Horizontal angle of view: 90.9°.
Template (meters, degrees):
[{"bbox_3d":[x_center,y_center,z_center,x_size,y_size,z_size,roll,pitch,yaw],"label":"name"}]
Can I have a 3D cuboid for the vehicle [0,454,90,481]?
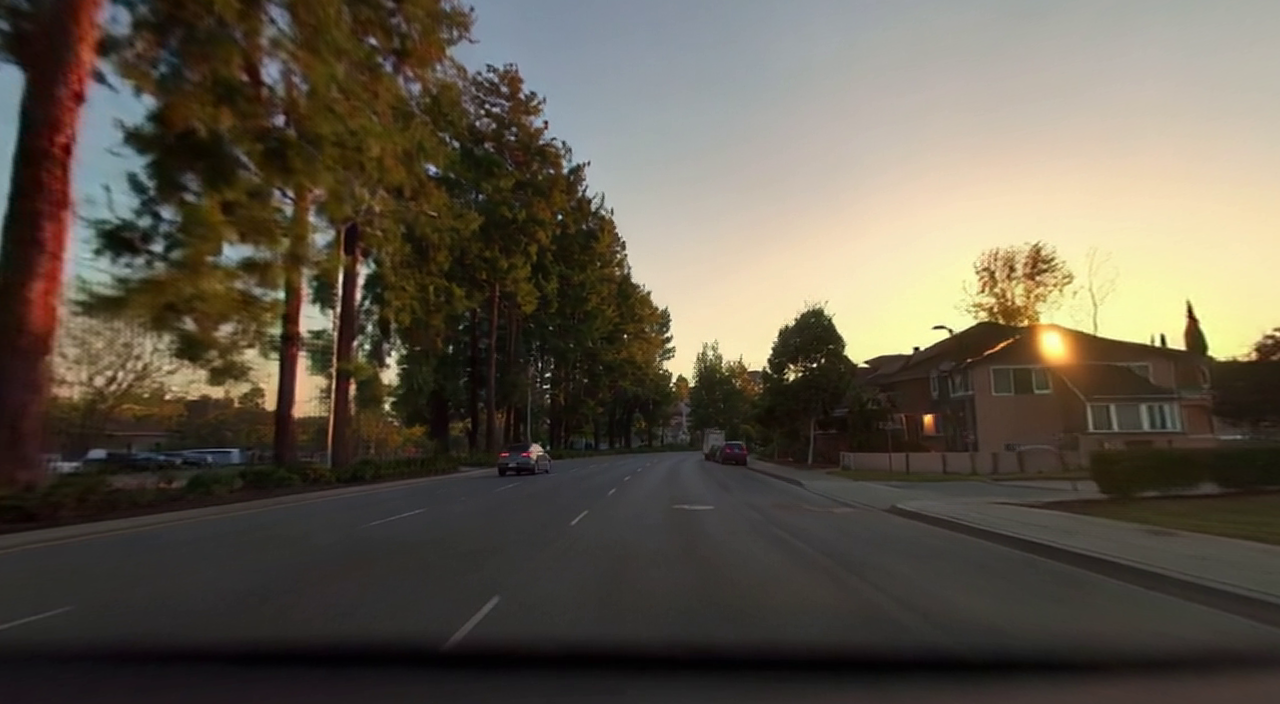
[{"bbox_3d":[-34.896,6.690,36.610,3.856,1.439,1.884,2,-9,-13],"label":"vehicle"}]

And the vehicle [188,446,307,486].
[{"bbox_3d":[-15.455,4.483,25.166,1.859,1.463,4.421,0,-9,1],"label":"vehicle"}]

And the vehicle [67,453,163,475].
[{"bbox_3d":[-36.118,7.719,43.463,4.690,1.435,1.908,2,-10,-8],"label":"vehicle"}]

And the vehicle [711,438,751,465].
[{"bbox_3d":[7.108,7.840,49.880,2.695,2.013,6.661,0,-9,5],"label":"vehicle"}]

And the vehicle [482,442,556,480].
[{"bbox_3d":[-5.102,4.666,27.245,2.060,1.473,4.645,0,-9,3],"label":"vehicle"}]
